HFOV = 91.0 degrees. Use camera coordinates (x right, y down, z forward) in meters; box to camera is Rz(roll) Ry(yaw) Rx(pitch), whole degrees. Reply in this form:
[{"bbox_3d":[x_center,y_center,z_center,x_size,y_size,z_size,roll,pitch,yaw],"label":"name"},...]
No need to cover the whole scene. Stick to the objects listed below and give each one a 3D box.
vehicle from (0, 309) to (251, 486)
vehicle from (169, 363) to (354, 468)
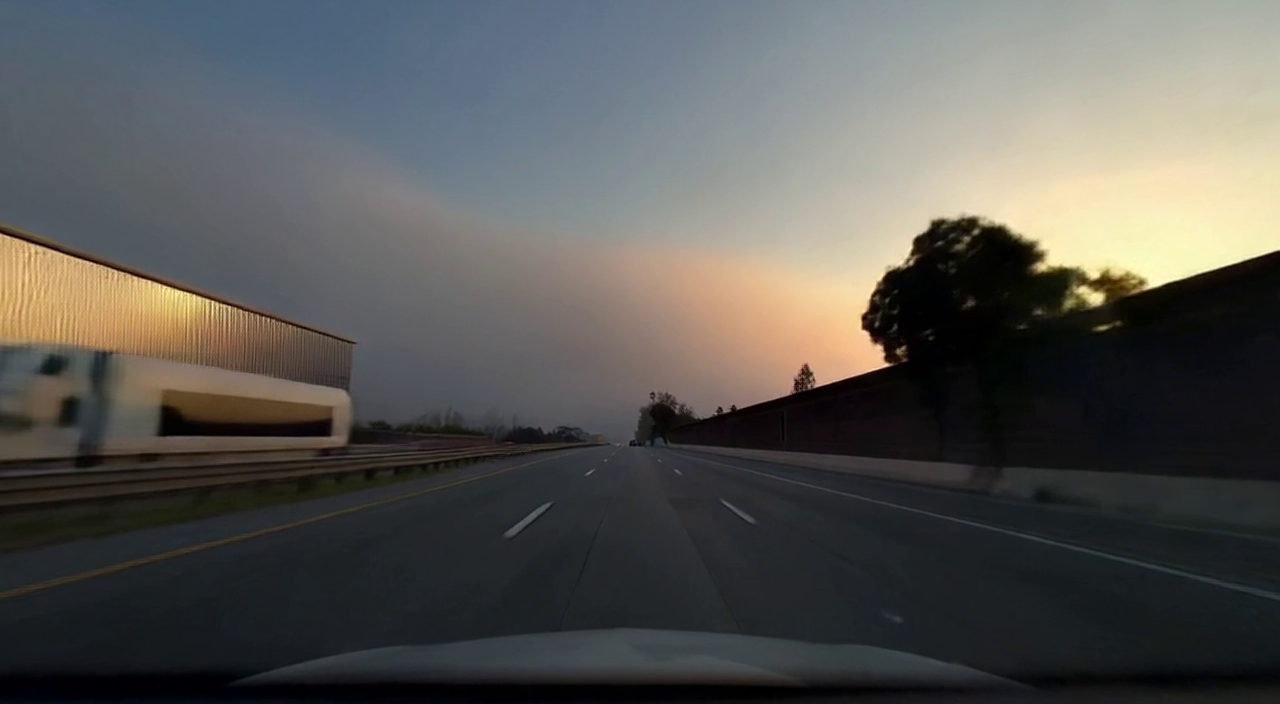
[{"bbox_3d":[-15.733,1.564,17.800,2.898,3.893,10.289,0,-8,-1],"label":"vehicle"},{"bbox_3d":[-15.820,2.907,27.343,2.815,3.888,8.167,0,-8,0],"label":"vehicle"}]
